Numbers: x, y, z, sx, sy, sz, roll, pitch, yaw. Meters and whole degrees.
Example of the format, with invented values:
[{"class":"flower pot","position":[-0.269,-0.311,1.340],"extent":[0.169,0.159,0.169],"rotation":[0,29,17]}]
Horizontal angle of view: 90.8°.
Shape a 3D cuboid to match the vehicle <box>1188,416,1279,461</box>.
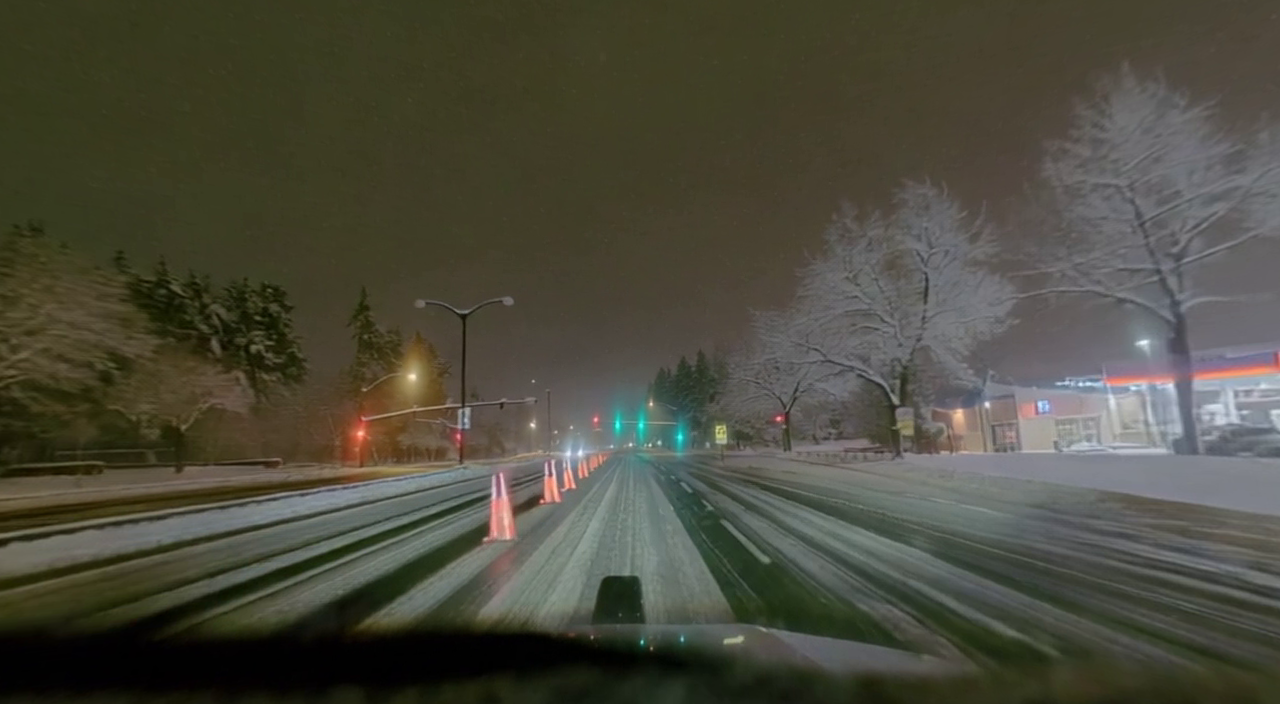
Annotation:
[{"class":"vehicle","position":[20.909,2.885,21.093],"extent":[3.526,1.430,1.698],"rotation":[0,-9,1]}]
